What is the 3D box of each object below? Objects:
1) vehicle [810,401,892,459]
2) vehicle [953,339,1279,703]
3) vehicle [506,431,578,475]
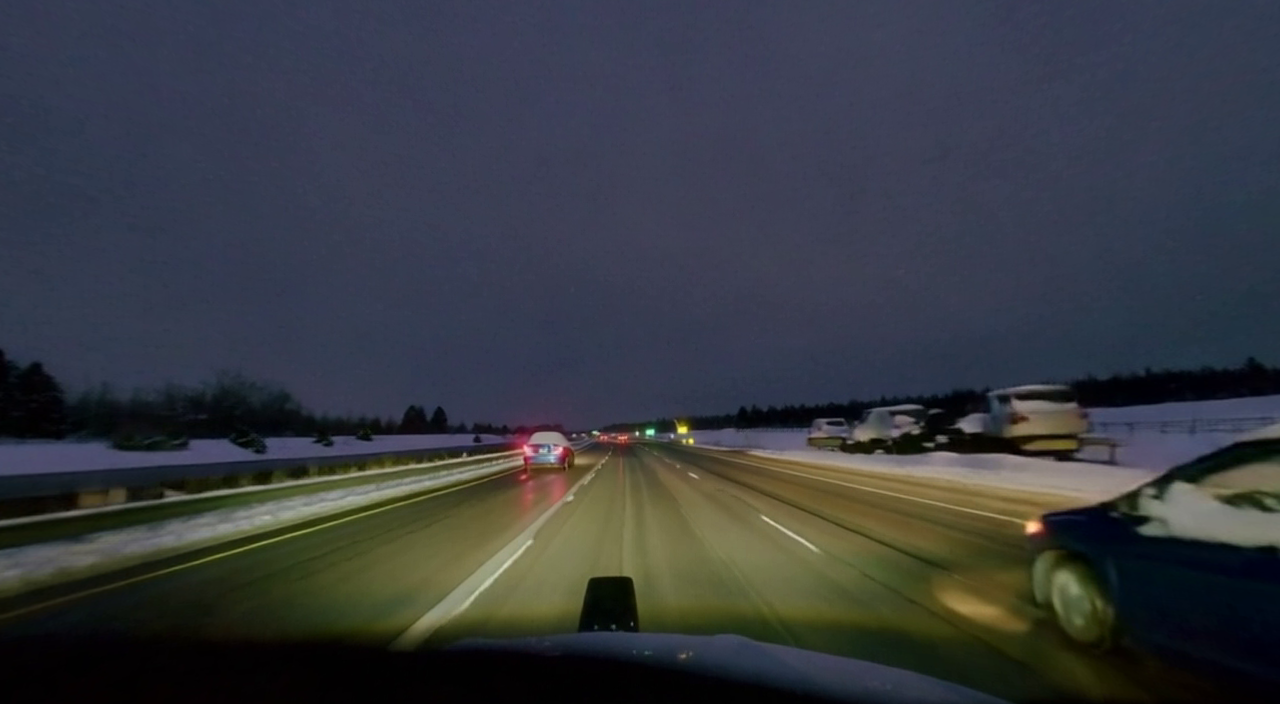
[{"bbox_3d":[16.442,6.020,49.681,2.909,4.017,8.582,4,-6,-4],"label":"vehicle"},{"bbox_3d":[3.329,0.779,2.094,2.349,1.651,4.161,0,-8,-1],"label":"vehicle"},{"bbox_3d":[-3.814,4.019,25.296,2.206,1.604,4.374,0,-8,0],"label":"vehicle"}]
